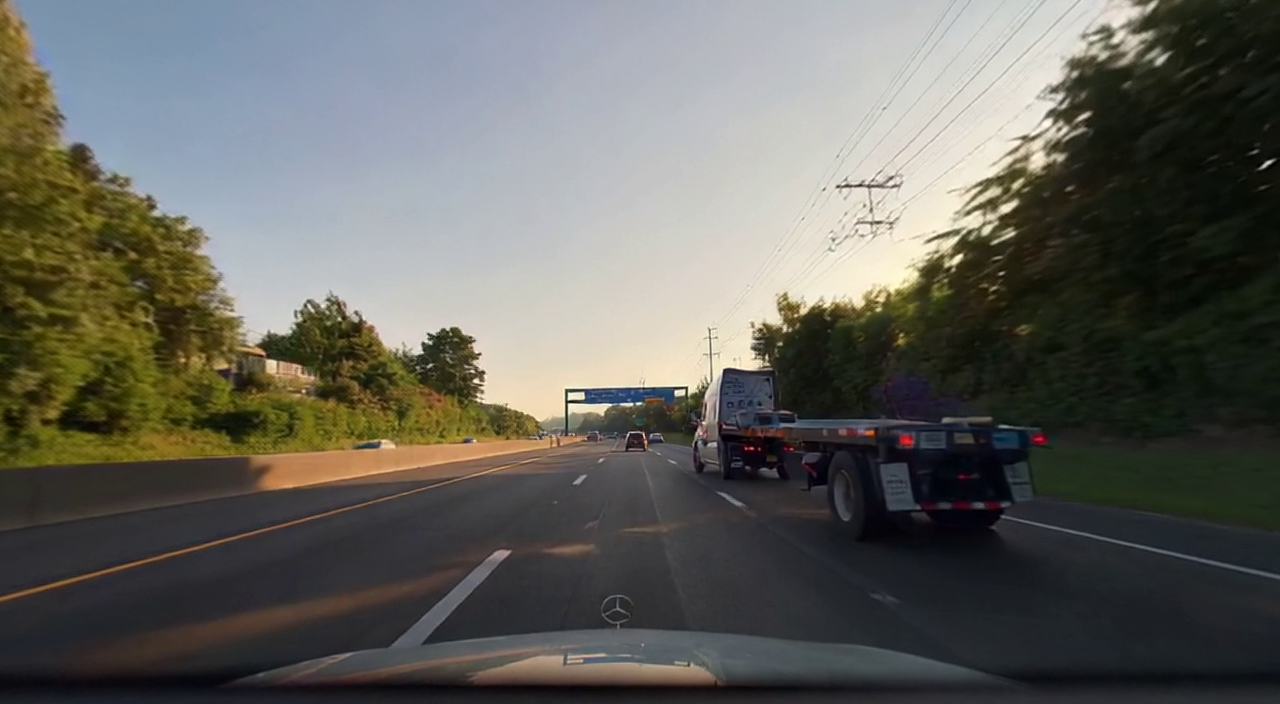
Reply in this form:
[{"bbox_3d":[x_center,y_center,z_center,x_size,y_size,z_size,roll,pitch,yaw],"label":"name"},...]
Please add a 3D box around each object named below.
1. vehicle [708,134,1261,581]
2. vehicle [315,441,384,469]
[{"bbox_3d":[3.649,0.849,12.125,2.944,3.973,13.227,0,-8,-1],"label":"vehicle"},{"bbox_3d":[-16.092,5.707,35.185,1.812,1.475,4.361,0,-8,-1],"label":"vehicle"}]
